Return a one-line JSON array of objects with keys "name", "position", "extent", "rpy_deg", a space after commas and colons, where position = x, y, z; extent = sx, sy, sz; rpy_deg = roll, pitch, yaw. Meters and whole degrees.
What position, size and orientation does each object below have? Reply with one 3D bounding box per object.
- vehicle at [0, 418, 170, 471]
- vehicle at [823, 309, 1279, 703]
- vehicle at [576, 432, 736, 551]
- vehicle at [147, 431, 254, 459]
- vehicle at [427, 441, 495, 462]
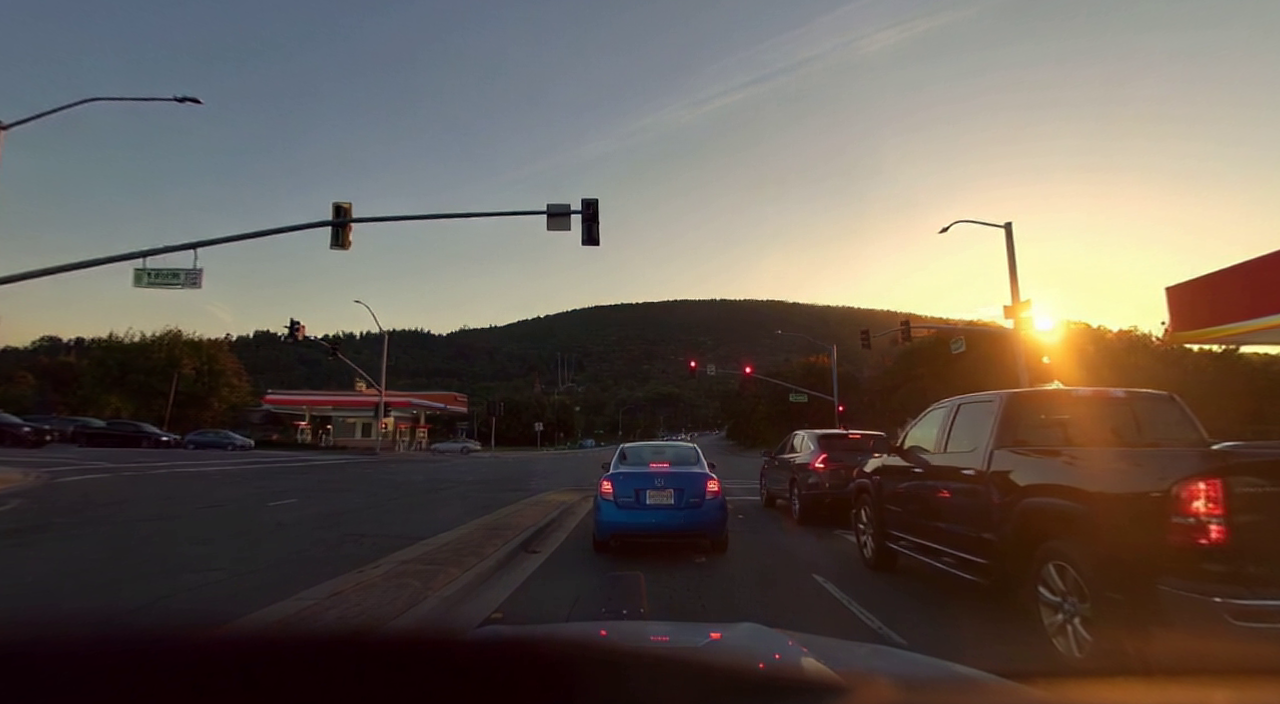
[{"name": "vehicle", "position": [-19.664, 3.245, 22.123], "extent": [4.742, 1.720, 2.107], "rpy_deg": [-1, -8, 5]}, {"name": "vehicle", "position": [3.530, 1.193, 5.117], "extent": [2.277, 1.871, 6.143], "rpy_deg": [0, -8, 0]}, {"name": "vehicle", "position": [0.210, 2.060, 9.982], "extent": [2.027, 1.494, 3.824], "rpy_deg": [0, -8, 0]}, {"name": "vehicle", "position": [-23.205, 4.906, 33.386], "extent": [4.326, 1.420, 1.798], "rpy_deg": [-1, -8, 3]}, {"name": "vehicle", "position": [-13.227, 7.364, 46.767], "extent": [1.963, 1.460, 4.528], "rpy_deg": [-6, -11, 37]}]
